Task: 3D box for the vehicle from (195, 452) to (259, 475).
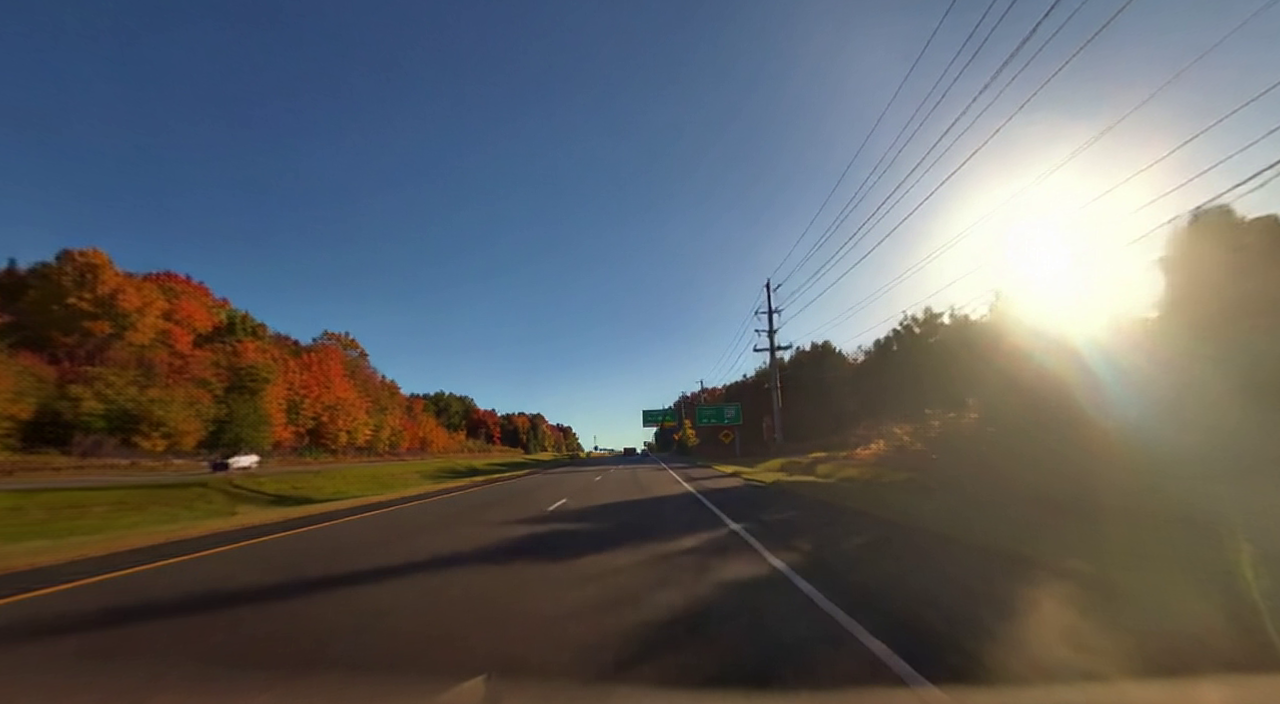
[{"bbox_3d":[-31.967,8.650,48.914,1.885,1.634,4.501,0,-9,1],"label":"vehicle"}]
